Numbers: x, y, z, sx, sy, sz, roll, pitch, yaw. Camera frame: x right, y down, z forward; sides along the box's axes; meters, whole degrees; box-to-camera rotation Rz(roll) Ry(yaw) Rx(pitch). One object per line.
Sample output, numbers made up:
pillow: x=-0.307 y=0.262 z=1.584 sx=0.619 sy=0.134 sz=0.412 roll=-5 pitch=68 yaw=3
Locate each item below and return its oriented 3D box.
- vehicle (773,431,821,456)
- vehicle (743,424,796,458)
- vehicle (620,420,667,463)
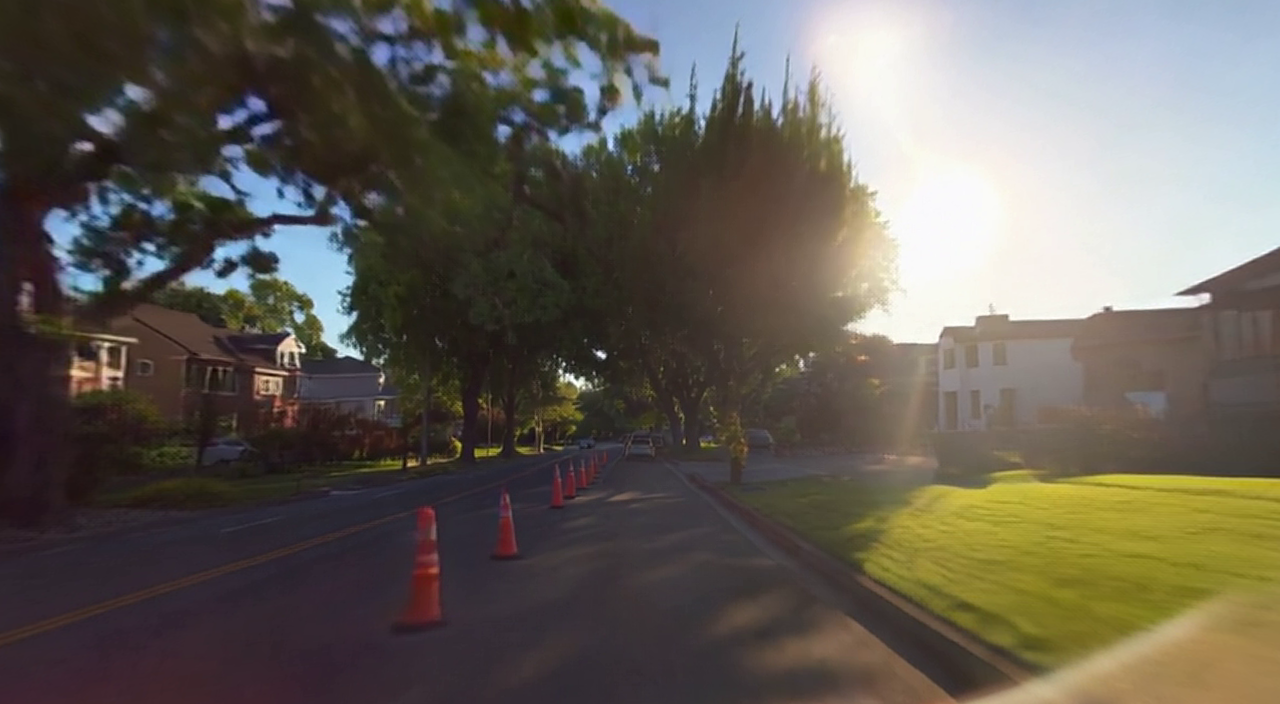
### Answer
vehicle: x=10.415 y=6.078 z=42.053 sx=1.698 sy=1.548 sz=2.969 roll=5 pitch=-9 yaw=-20
vehicle: x=9.523 y=6.719 z=47.113 sx=2.253 sy=2.306 sz=6.753 roll=1 pitch=-9 yaw=-2
vehicle: x=0.096 y=4.634 z=32.812 sx=2.169 sy=2.015 sz=5.206 roll=1 pitch=-8 yaw=-2
